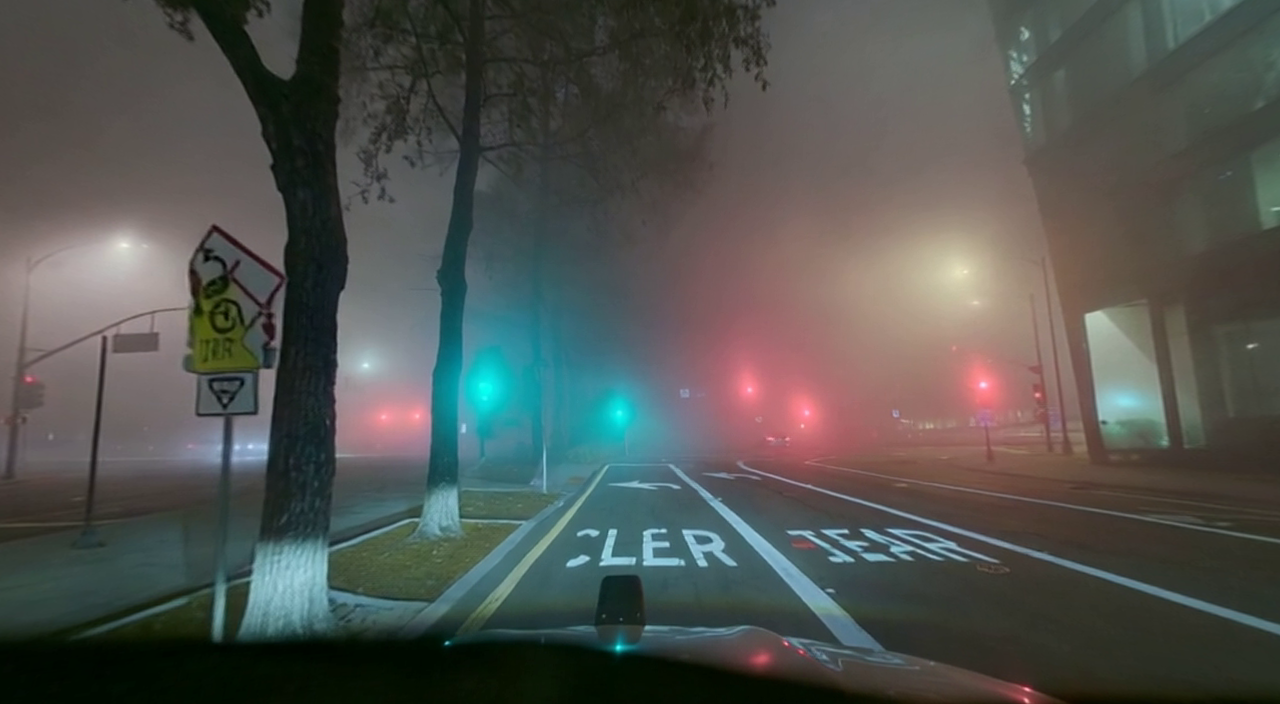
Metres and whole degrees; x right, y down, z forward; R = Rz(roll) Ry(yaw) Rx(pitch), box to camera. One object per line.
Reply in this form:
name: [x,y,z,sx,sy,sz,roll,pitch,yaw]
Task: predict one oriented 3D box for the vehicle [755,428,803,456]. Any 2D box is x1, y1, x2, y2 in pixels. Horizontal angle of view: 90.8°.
vehicle: [9.768,6.422,44.853,2.156,1.881,4.743,0,-9,-2]
